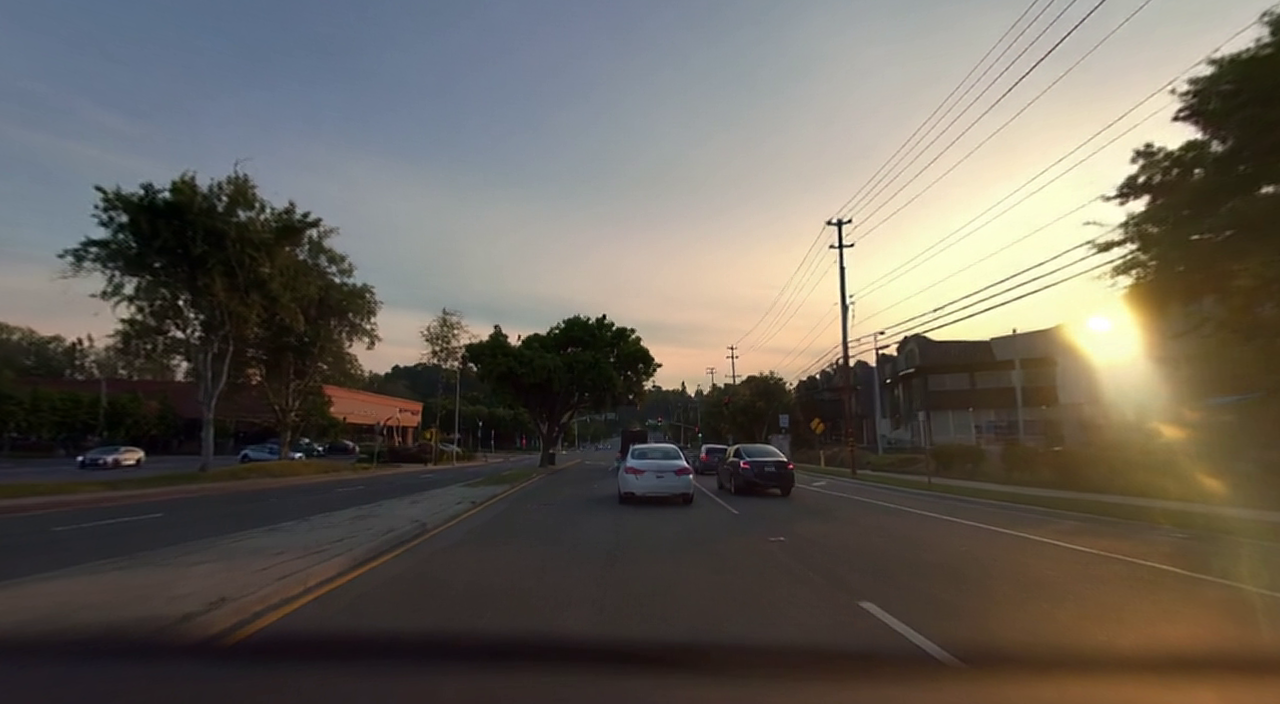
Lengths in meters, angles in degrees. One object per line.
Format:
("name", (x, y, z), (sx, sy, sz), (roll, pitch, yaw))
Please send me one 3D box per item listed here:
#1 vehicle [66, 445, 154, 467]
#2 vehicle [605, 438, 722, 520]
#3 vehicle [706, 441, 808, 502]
("vehicle", (-38.914, 7.621, 46.312), (1.804, 1.478, 4.485), (-3, -8, 25))
("vehicle", (0.342, 2.622, 13.560), (2.144, 1.473, 4.028), (1, -8, -2))
("vehicle", (3.119, 3.252, 17.642), (1.985, 1.489, 4.036), (0, -8, -1))
